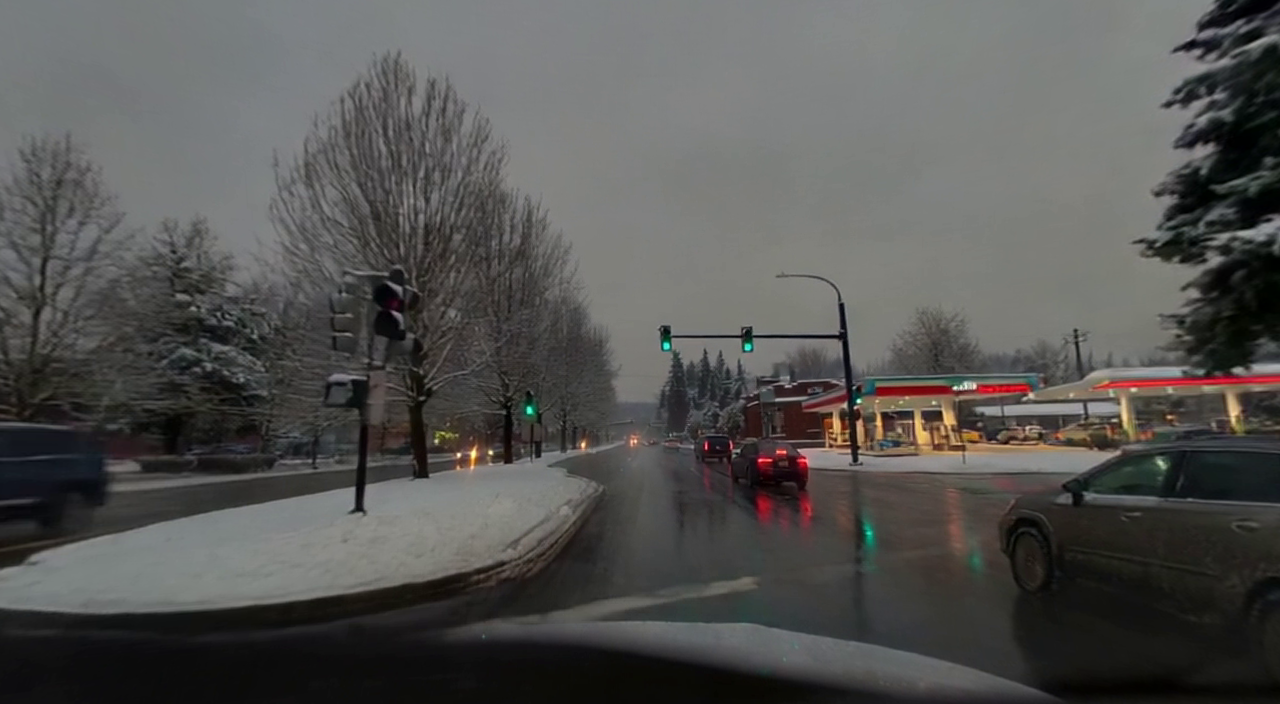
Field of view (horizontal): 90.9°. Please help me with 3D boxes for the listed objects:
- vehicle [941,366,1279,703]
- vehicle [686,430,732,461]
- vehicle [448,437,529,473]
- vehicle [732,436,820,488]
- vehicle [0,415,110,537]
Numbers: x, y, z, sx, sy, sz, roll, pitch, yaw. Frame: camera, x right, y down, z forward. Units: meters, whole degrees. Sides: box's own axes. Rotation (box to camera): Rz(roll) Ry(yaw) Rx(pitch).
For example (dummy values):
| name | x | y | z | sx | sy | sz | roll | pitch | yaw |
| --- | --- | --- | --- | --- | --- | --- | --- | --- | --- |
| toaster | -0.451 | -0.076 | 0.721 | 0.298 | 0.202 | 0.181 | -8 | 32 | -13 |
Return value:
| name | x | y | z | sx | sy | sz | roll | pitch | yaw |
| --- | --- | --- | --- | --- | --- | --- | --- | --- | --- |
| vehicle | 3.819 | 1.006 | 3.546 | 1.875 | 1.665 | 4.931 | 0 | -8 | 1 |
| vehicle | 4.776 | 6.579 | 44.313 | 2.611 | 1.983 | 5.165 | 0 | -8 | 0 |
| vehicle | -7.673 | 5.264 | 32.532 | 2.842 | 1.476 | 4.980 | -3 | -7 | 1 |
| vehicle | 4.119 | 3.386 | 19.783 | 1.871 | 1.442 | 4.122 | 0 | -8 | 0 |
| vehicle | -11.261 | 1.944 | 9.778 | 2.416 | 1.903 | 4.339 | 0 | -7 | -3 |
